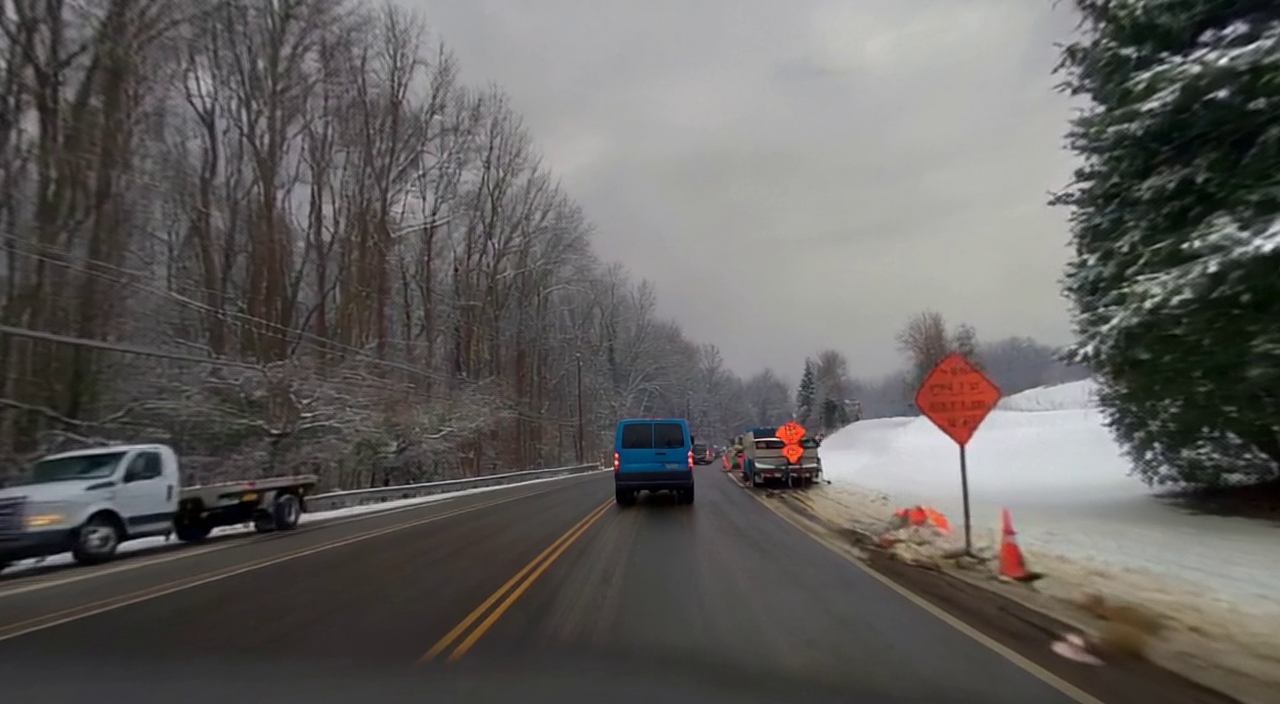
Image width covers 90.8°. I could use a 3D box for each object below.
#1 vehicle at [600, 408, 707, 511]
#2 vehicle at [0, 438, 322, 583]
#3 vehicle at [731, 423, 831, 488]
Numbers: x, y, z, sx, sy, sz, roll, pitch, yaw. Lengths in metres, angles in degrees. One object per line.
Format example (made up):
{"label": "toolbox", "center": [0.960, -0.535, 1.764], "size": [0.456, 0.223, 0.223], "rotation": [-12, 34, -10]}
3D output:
{"label": "vehicle", "center": [0.481, 2.736, 16.498], "size": [2.362, 2.247, 4.892], "rotation": [-1, -9, 5]}
{"label": "vehicle", "center": [-8.204, 2.450, 11.023], "size": [2.055, 1.809, 5.906], "rotation": [0, -9, 2]}
{"label": "vehicle", "center": [5.012, 3.846, 23.880], "size": [2.833, 2.033, 7.668], "rotation": [-1, -9, 6]}
